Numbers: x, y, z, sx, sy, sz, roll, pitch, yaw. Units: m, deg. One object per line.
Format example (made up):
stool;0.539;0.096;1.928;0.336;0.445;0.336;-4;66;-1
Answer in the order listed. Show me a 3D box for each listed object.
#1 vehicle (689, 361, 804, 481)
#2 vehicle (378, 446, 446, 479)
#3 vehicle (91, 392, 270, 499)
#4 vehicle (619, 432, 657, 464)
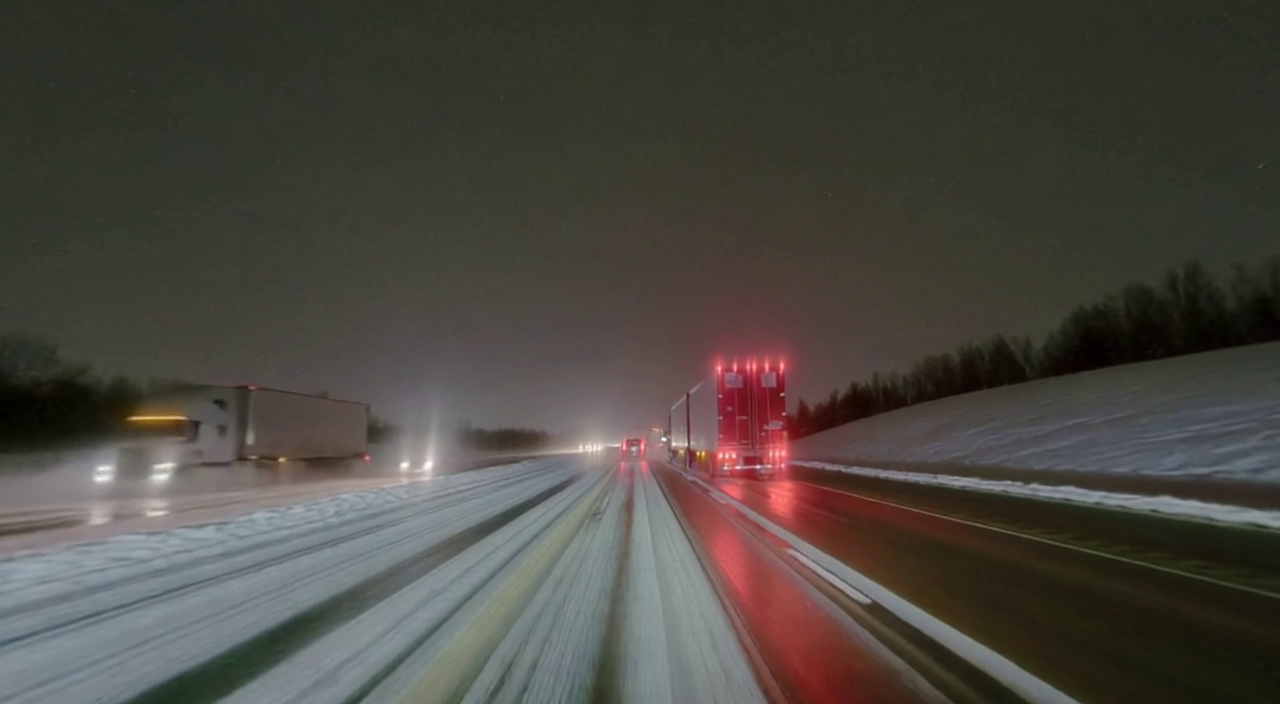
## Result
vehicle;3.860;2.892;25.316;2.967;3.961;8.660;0;-8;-1
vehicle;-11.688;5.659;32.657;1.986;1.548;4.506;0;-8;-2
vehicle;-19.006;3.915;26.628;3.041;3.970;5.846;0;-8;-1
vehicle;-0.194;6.679;43.923;2.456;2.007;4.728;0;-8;-1
